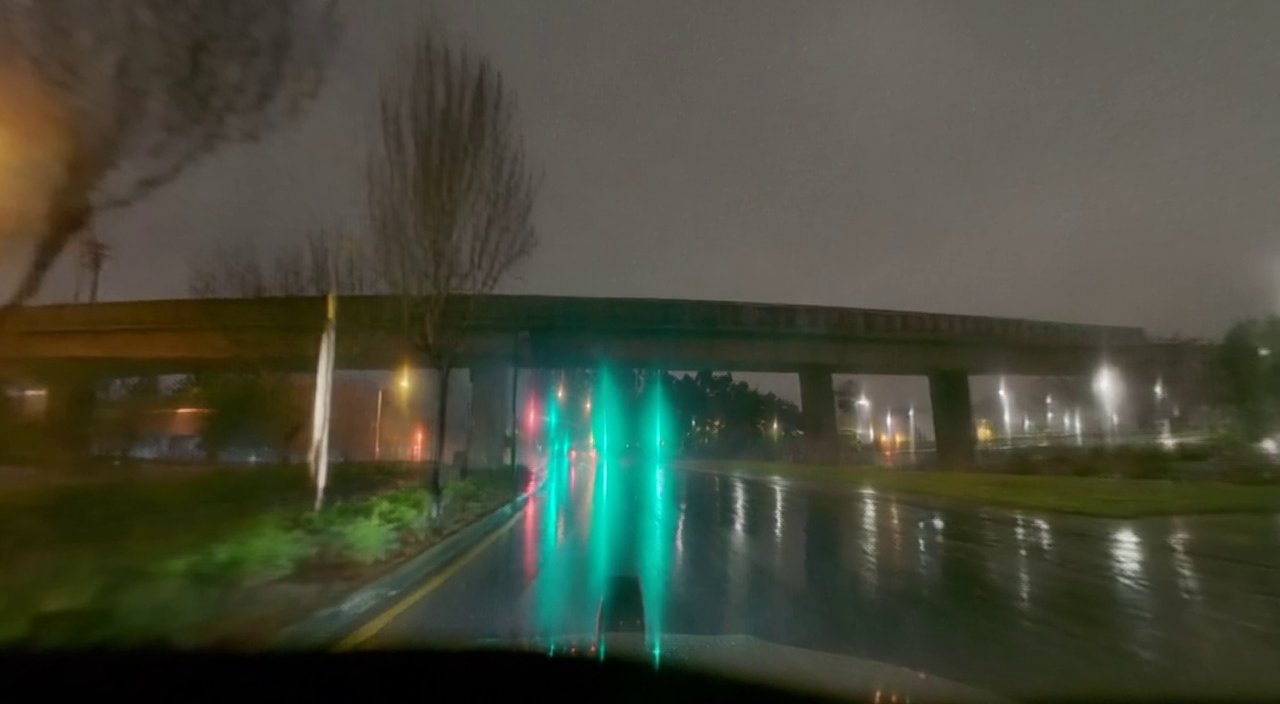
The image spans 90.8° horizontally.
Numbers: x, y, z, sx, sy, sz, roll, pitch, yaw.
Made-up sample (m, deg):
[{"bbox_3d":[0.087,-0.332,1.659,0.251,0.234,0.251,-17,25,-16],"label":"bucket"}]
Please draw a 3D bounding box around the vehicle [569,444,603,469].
[{"bbox_3d":[-4.104,7.779,47.160,2.184,1.713,4.231,1,-9,-9],"label":"vehicle"}]
